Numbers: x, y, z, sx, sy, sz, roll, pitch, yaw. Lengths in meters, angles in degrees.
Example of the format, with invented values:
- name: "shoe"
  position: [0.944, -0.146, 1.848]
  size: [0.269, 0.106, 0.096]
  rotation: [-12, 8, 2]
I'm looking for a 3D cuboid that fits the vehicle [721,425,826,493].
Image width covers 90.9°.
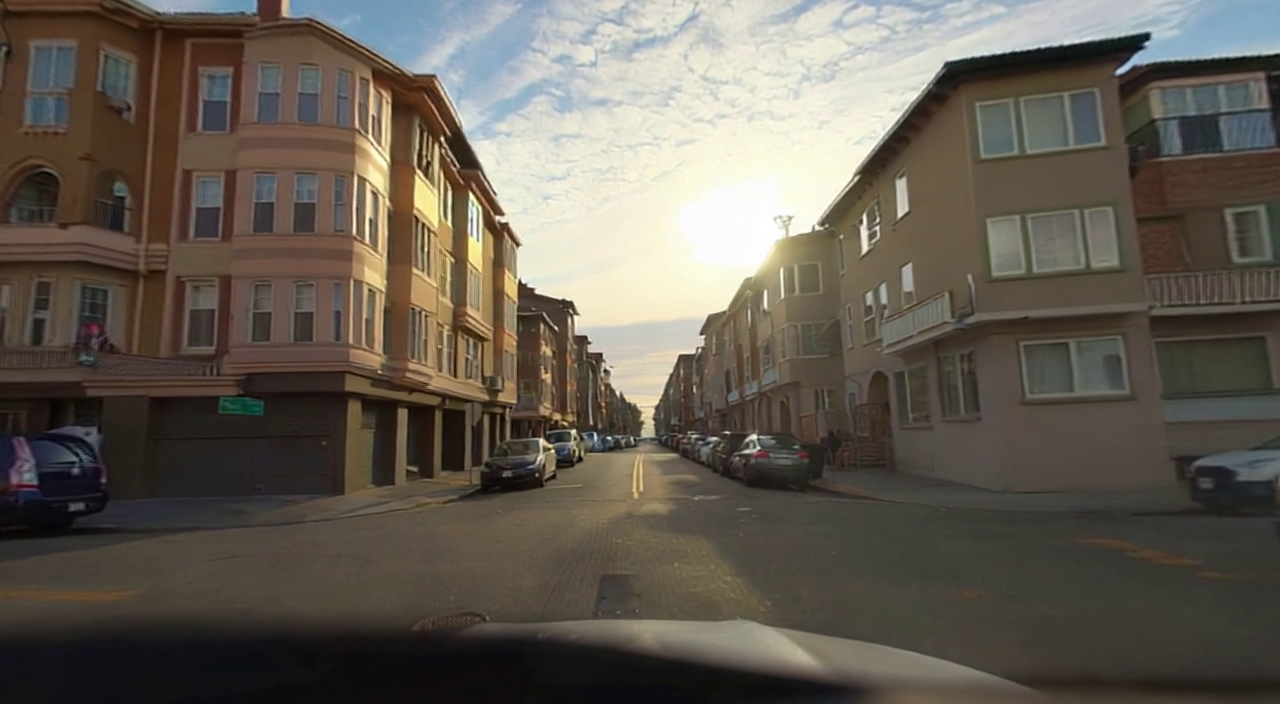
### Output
- name: "vehicle"
  position: [3.315, 2.722, 16.457]
  size: [1.868, 1.544, 3.869]
  rotation: [0, -8, 0]

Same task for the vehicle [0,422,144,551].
- name: "vehicle"
  position: [-10.424, 1.874, 9.175]
  size: [4.679, 1.631, 2.025]
  rotation: [0, -8, 1]

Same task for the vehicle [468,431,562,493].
- name: "vehicle"
  position: [-3.215, 2.888, 16.911]
  size: [1.882, 1.459, 3.518]
  rotation: [0, -8, -1]

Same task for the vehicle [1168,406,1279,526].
- name: "vehicle"
  position: [10.474, 1.522, 8.574]
  size: [4.711, 1.506, 1.983]
  rotation: [0, -8, 1]

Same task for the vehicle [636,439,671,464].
- name: "vehicle"
  position: [0.996, 7.071, 44.819]
  size: [2.341, 1.675, 4.360]
  rotation: [0, -8, 2]
